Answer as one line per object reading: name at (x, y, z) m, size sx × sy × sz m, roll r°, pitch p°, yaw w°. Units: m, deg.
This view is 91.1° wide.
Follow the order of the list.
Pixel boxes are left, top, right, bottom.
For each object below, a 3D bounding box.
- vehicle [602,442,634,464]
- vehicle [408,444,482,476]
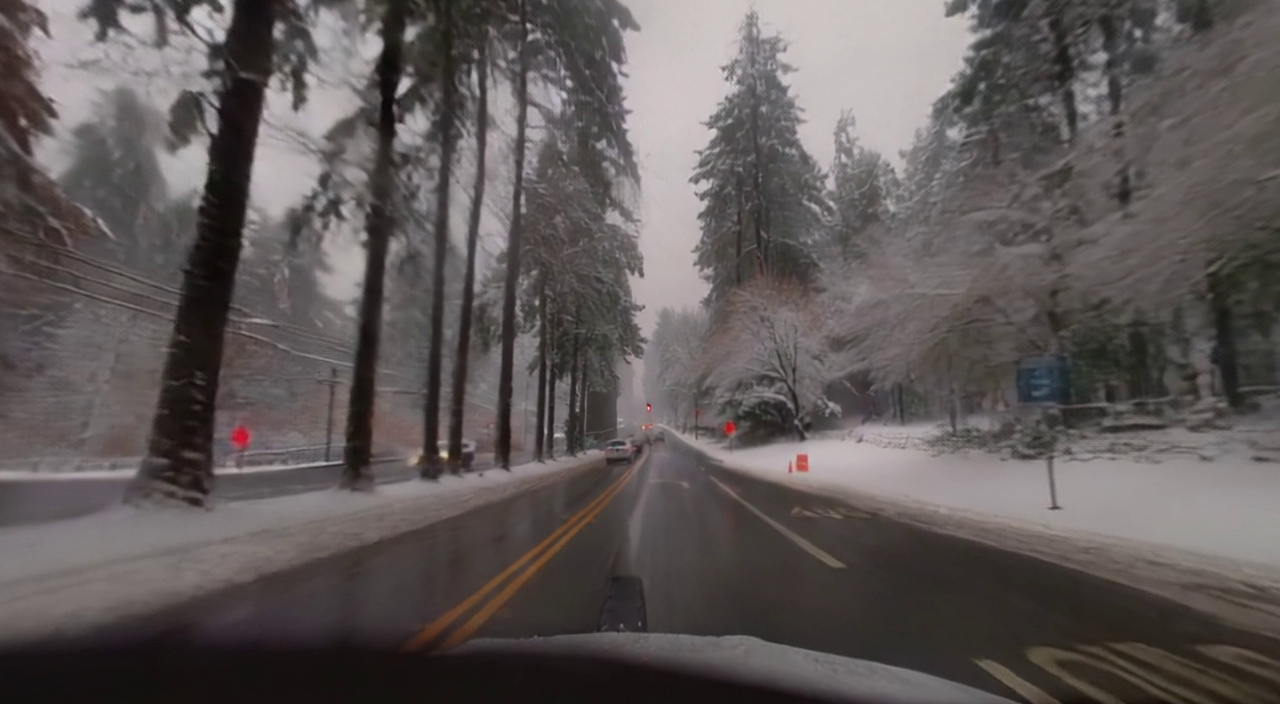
vehicle at (-1.551, 7.397, 45.893) m, size 2.029 × 1.511 × 3.922 m, roll 0°, pitch -9°, yaw 2°
vehicle at (-9.640, 5.365, 31.450) m, size 1.953 × 1.471 × 4.670 m, roll 0°, pitch -9°, yaw 4°
